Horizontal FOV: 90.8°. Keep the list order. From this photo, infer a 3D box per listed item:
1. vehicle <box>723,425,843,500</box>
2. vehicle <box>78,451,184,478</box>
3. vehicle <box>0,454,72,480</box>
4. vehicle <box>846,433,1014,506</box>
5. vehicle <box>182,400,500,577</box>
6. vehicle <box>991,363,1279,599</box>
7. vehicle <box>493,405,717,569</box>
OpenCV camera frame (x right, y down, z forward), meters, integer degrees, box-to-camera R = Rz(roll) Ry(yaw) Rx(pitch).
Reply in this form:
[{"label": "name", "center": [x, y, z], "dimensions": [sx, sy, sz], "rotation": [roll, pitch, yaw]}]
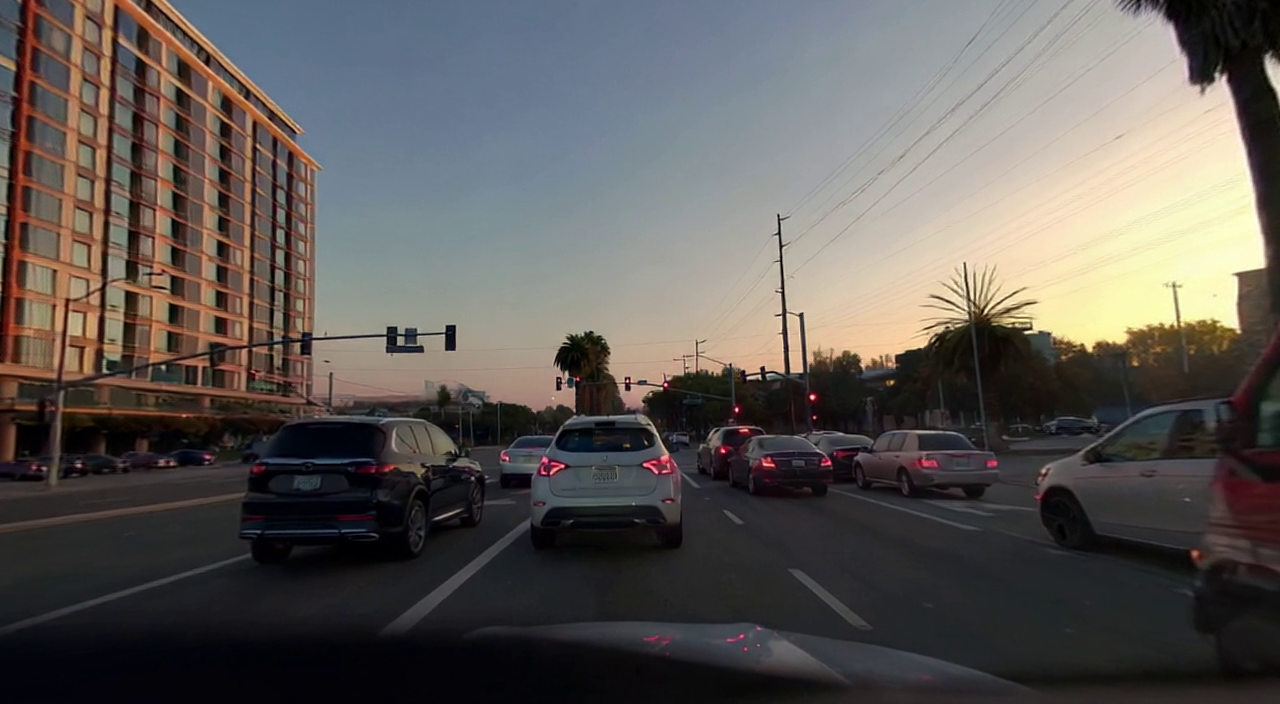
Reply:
[{"label": "vehicle", "center": [3.339, 2.679, 15.640], "dimensions": [1.975, 1.598, 4.025], "rotation": [0, -8, -1]}, {"label": "vehicle", "center": [-35.695, 7.877, 44.461], "dimensions": [5.422, 1.765, 1.937], "rotation": [1, -9, -8]}, {"label": "vehicle", "center": [-42.476, 7.876, 43.260], "dimensions": [4.867, 1.689, 1.971], "rotation": [1, -9, -8]}, {"label": "vehicle", "center": [6.537, 2.680, 14.863], "dimensions": [1.764, 1.451, 4.300], "rotation": [0, -8, -2]}, {"label": "vehicle", "center": [-3.526, 1.707, 8.674], "dimensions": [2.136, 1.779, 4.417], "rotation": [0, -8, 1]}, {"label": "vehicle", "center": [6.474, 1.333, 6.930], "dimensions": [2.130, 1.979, 5.310], "rotation": [0, -8, -1]}, {"label": "vehicle", "center": [-0.407, 1.707, 8.723], "dimensions": [2.302, 1.681, 4.217], "rotation": [0, -8, -1]}]
